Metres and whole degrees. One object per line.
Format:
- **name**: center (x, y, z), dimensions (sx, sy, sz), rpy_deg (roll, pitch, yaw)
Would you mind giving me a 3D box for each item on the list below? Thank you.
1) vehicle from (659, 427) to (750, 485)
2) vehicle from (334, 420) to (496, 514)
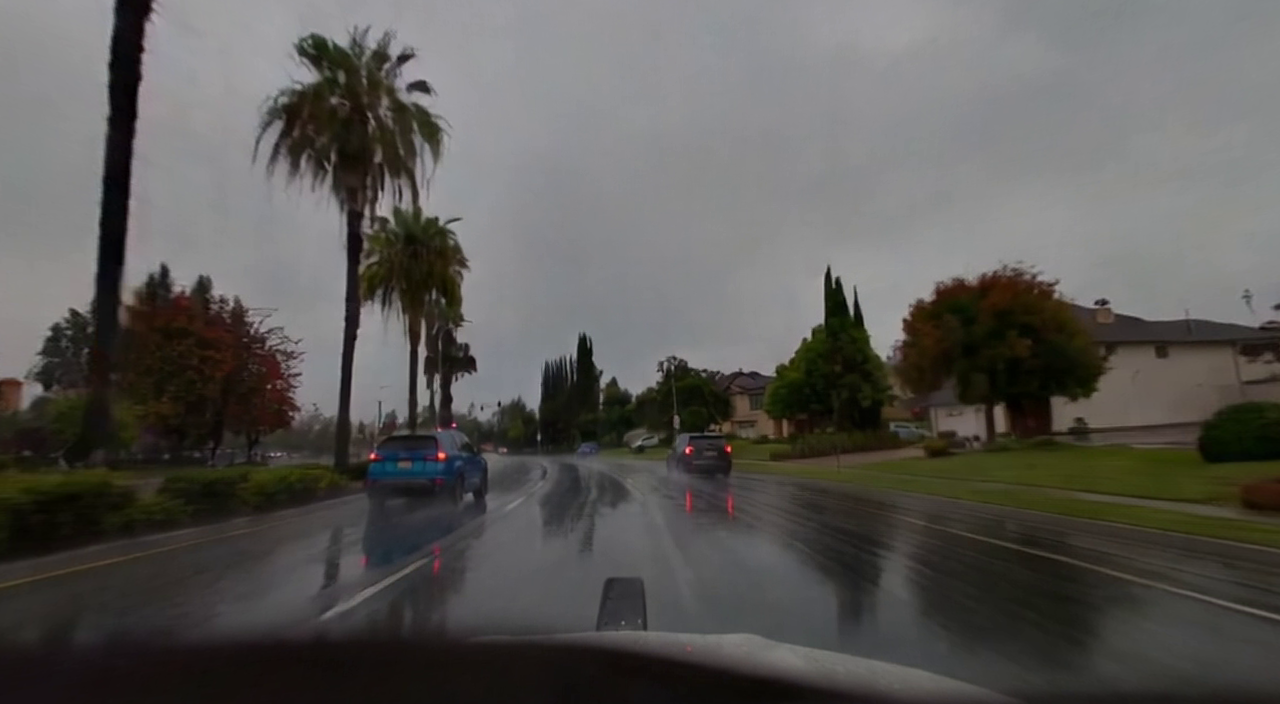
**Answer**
- **vehicle**: center (2.107, 3.625, 22.129), dimensions (2.195, 1.804, 4.658), rpy_deg (1, -8, -6)
- **vehicle**: center (-4.847, 2.551, 14.454), dimensions (2.150, 1.768, 4.868), rpy_deg (0, -8, -3)
